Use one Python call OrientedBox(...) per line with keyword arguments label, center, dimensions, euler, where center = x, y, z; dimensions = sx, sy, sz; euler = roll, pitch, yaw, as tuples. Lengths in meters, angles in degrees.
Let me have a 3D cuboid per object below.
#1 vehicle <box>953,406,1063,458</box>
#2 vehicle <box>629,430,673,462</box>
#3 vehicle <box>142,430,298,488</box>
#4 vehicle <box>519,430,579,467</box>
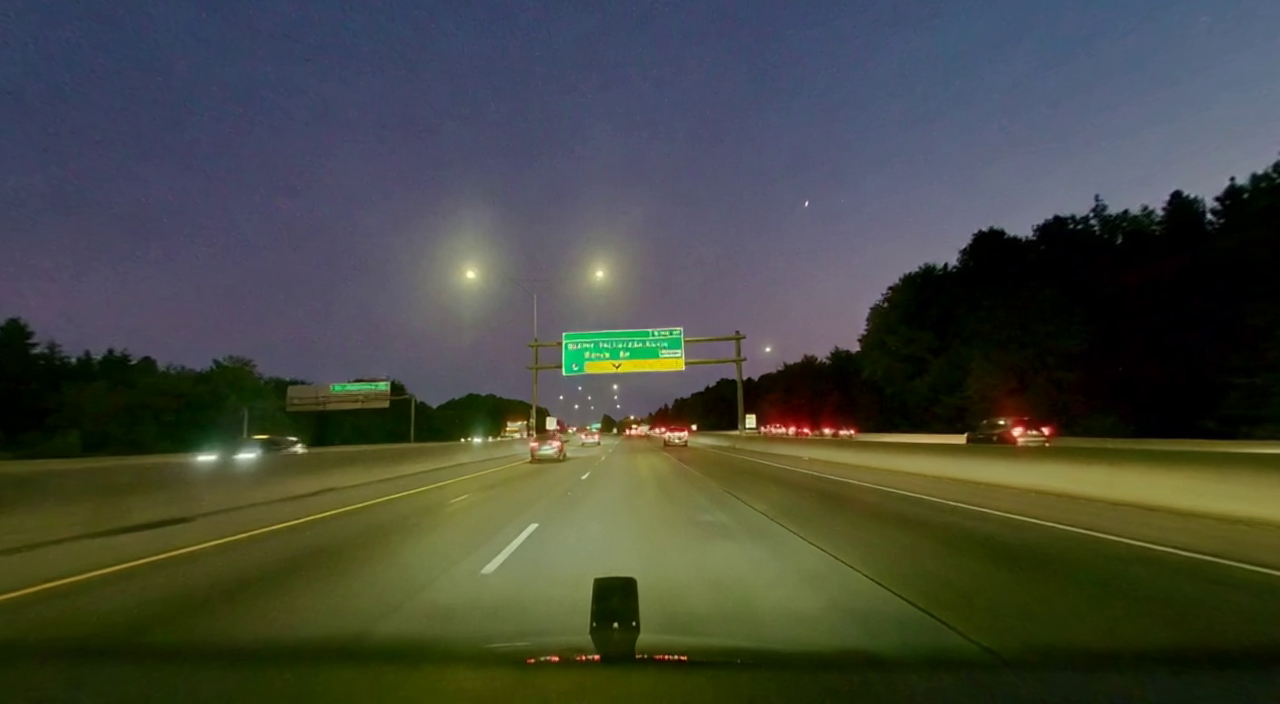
OrientedBox(label="vehicle", center=(19.722, 4.377, 34.218), dimensions=(2.232, 2.540, 6.015), euler=(0, -8, 0))
OrientedBox(label="vehicle", center=(0.503, 4.828, 32.520), dimensions=(2.086, 1.554, 3.875), euler=(0, -8, -2))
OrientedBox(label="vehicle", center=(-11.798, 3.010, 18.073), dimensions=(1.797, 1.467, 3.902), euler=(0, -8, -1))
OrientedBox(label="vehicle", center=(-3.885, 4.208, 27.583), dimensions=(2.014, 1.471, 4.380), euler=(0, -8, -1))
